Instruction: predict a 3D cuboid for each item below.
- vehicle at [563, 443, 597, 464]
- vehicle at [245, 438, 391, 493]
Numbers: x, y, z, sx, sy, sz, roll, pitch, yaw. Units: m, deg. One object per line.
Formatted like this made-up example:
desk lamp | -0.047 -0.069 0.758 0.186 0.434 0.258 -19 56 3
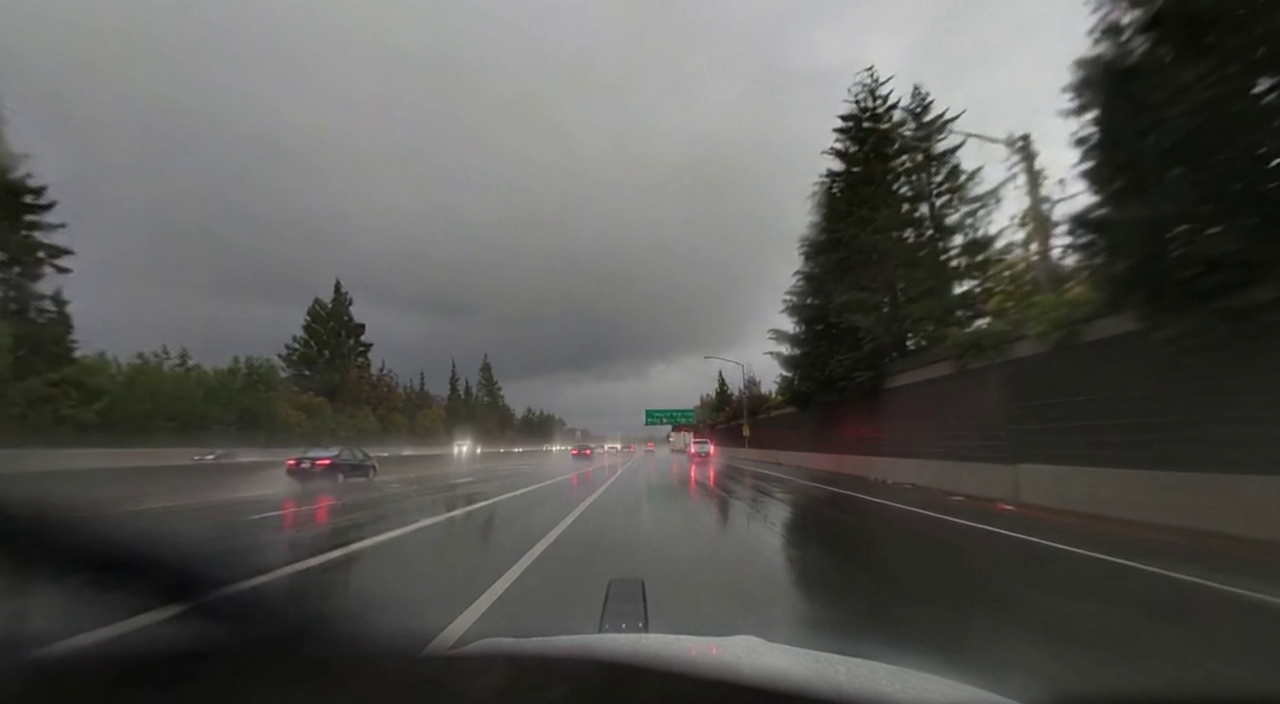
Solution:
vehicle | -4.567 7.793 48.534 1.981 1.473 4.317 0 -8 2
vehicle | -9.623 3.407 19.349 1.899 1.465 4.589 0 -8 2
